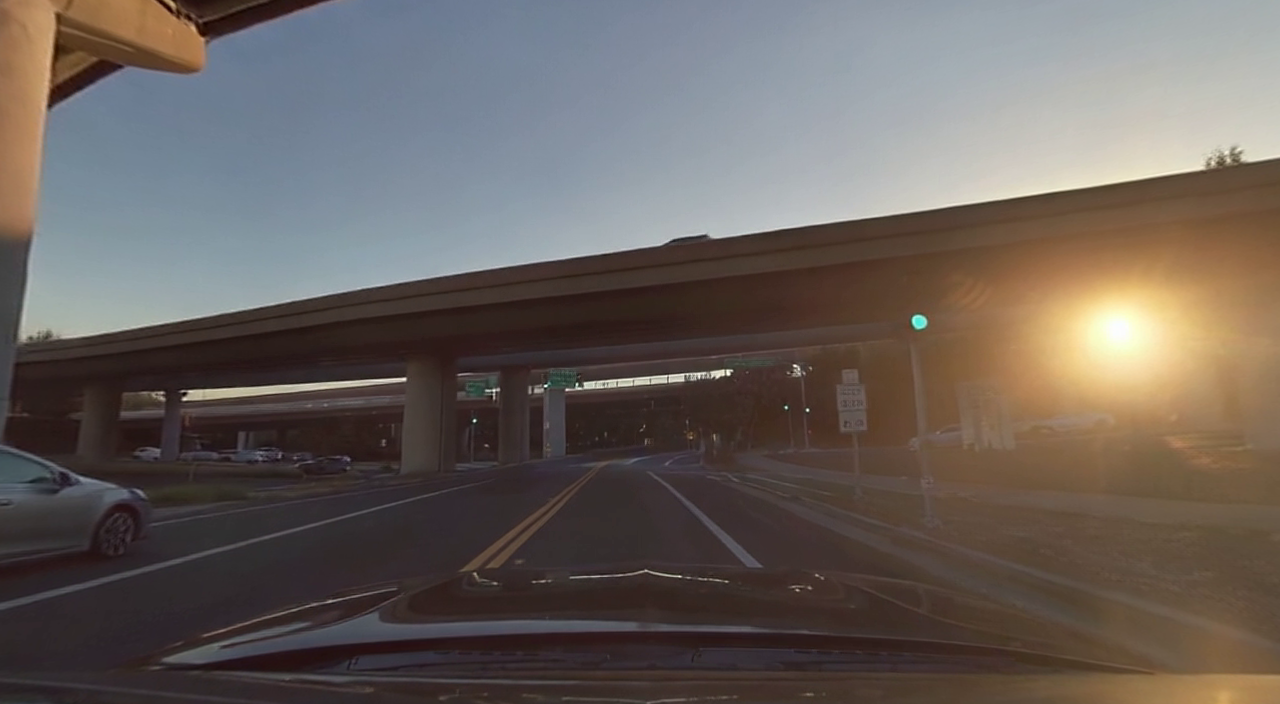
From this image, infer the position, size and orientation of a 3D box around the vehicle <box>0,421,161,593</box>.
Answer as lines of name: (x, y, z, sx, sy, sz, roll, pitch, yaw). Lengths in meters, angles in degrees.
vehicle: (-7.326, 1.508, 6.057, 2.108, 1.670, 4.235, 0, -8, -1)
